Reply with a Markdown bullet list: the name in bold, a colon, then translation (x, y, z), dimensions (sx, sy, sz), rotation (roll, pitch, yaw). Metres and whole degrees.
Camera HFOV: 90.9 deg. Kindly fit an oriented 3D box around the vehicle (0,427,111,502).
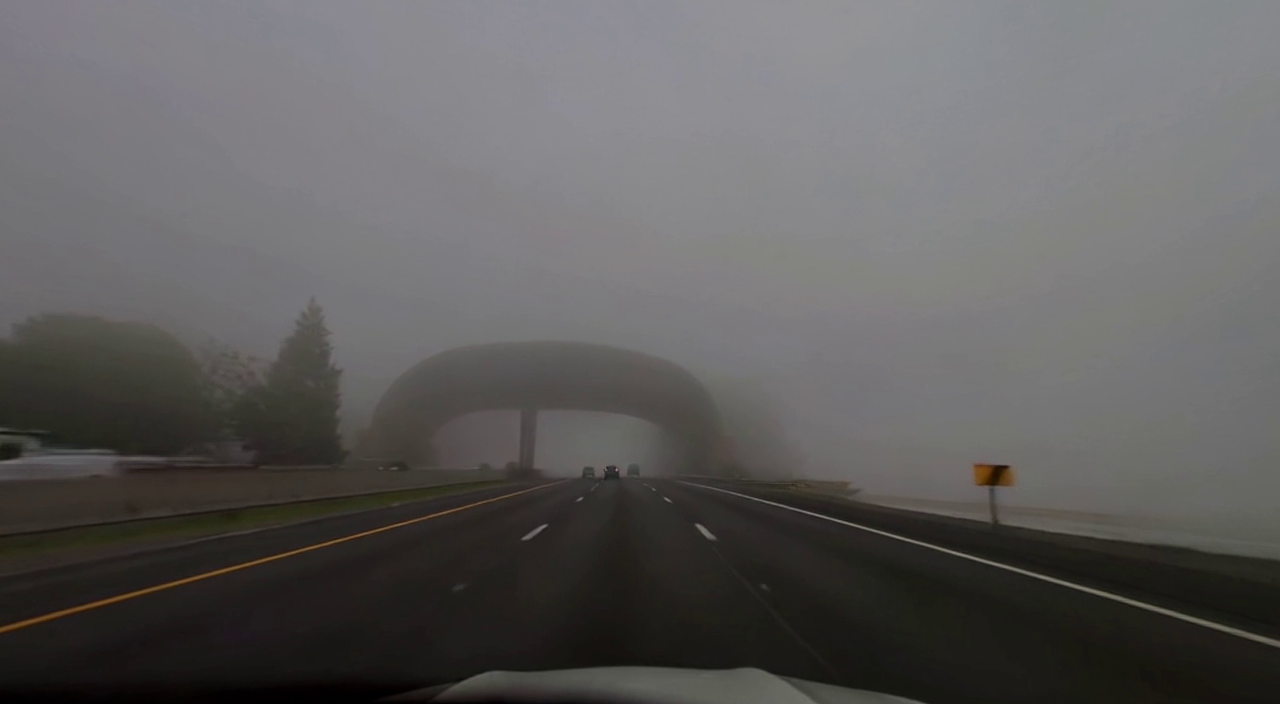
- **vehicle**: translation (-16.386, 2.785, 15.597), dimensions (2.078, 1.771, 5.233), rotation (1, -10, -1)
